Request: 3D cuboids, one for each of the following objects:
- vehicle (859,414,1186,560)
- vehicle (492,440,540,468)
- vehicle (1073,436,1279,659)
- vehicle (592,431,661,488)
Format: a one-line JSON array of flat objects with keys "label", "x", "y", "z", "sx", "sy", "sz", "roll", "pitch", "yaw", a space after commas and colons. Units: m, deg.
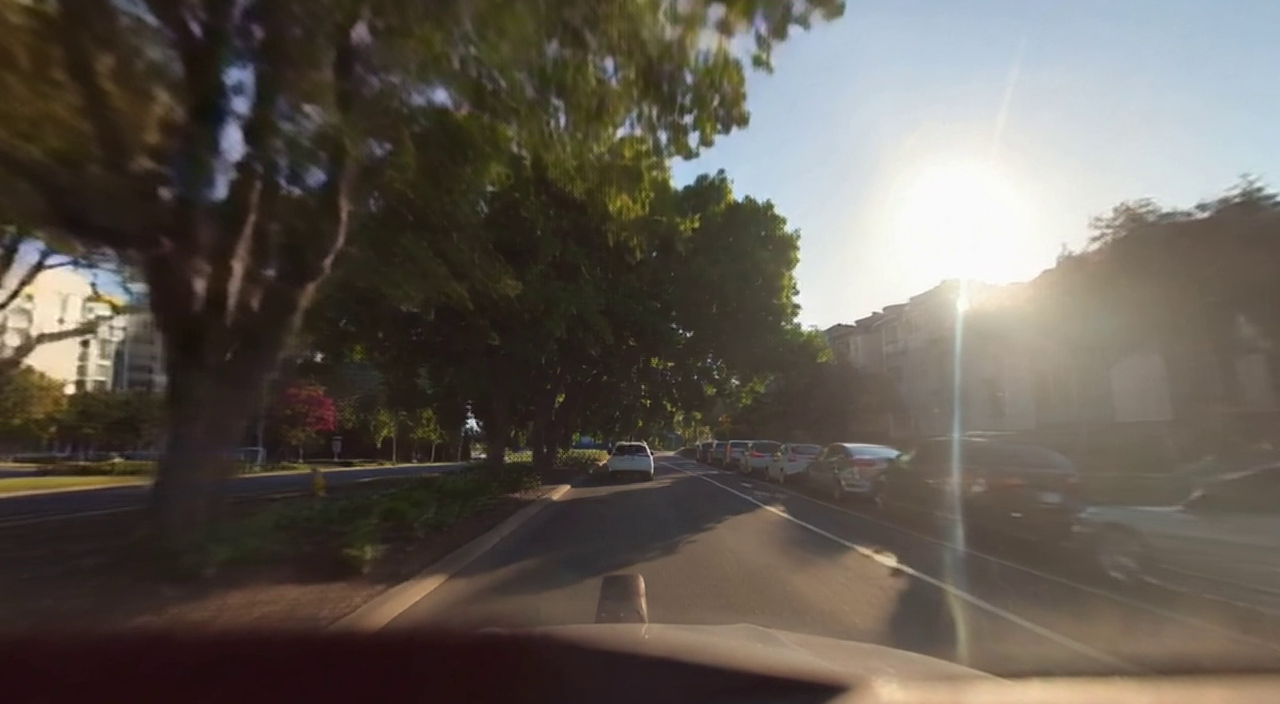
[{"label": "vehicle", "x": 5.682, "y": 2.064, "z": 10.475, "sx": 2.233, "sy": 1.811, "sz": 4.922, "roll": 0, "pitch": -8, "yaw": -1}, {"label": "vehicle", "x": -7.077, "y": 5.872, "z": 36.566, "sx": 2.105, "sy": 1.474, "sz": 4.808, "roll": 0, "pitch": -8, "yaw": -4}, {"label": "vehicle", "x": 5.362, "y": 1.316, "z": 4.203, "sx": 2.005, "sy": 1.499, "sz": 4.108, "roll": 0, "pitch": -8, "yaw": 0}, {"label": "vehicle", "x": -0.450, "y": 3.516, "z": 21.008, "sx": 2.070, "sy": 1.698, "sz": 3.925, "roll": 0, "pitch": -8, "yaw": -1}]
